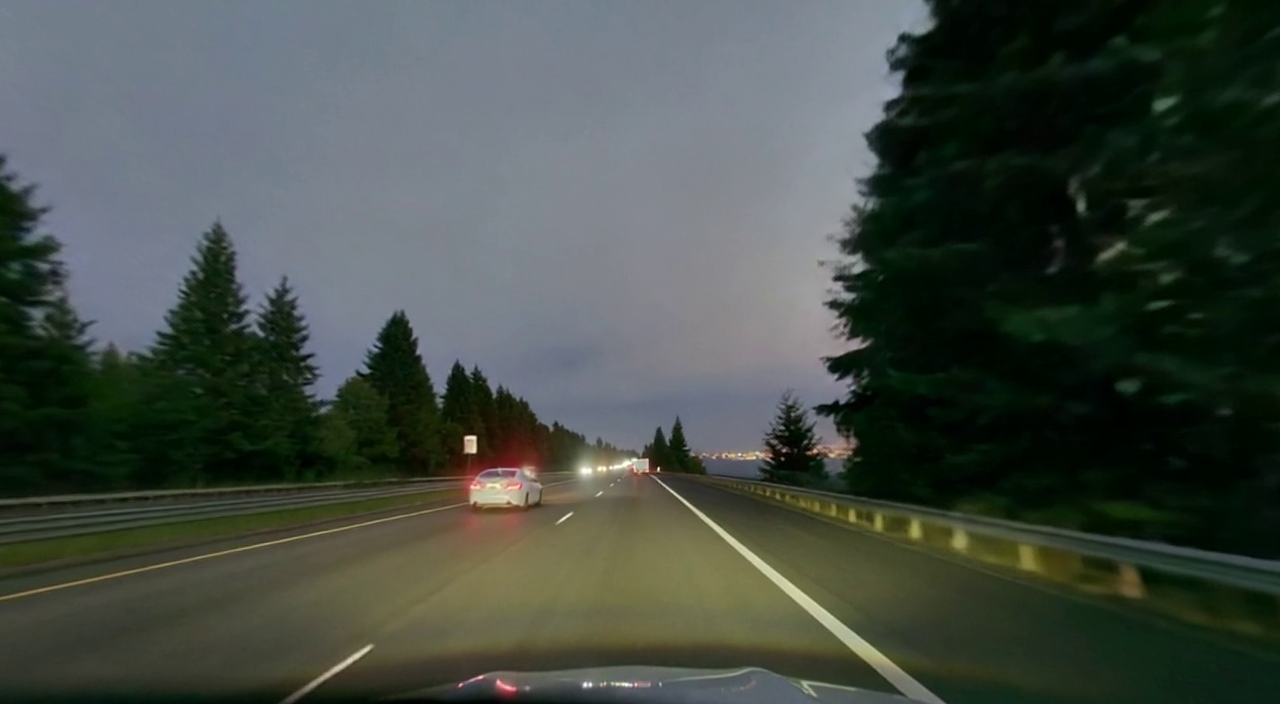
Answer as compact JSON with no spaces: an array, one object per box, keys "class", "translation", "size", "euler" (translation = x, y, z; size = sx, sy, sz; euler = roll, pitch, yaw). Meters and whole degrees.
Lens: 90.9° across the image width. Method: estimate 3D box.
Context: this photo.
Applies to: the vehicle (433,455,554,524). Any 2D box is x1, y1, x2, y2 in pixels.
[{"class":"vehicle","translation":[-3.697,3.608,16.879],"size":[2.006,1.516,4.820],"euler":[1,-11,1]}]
